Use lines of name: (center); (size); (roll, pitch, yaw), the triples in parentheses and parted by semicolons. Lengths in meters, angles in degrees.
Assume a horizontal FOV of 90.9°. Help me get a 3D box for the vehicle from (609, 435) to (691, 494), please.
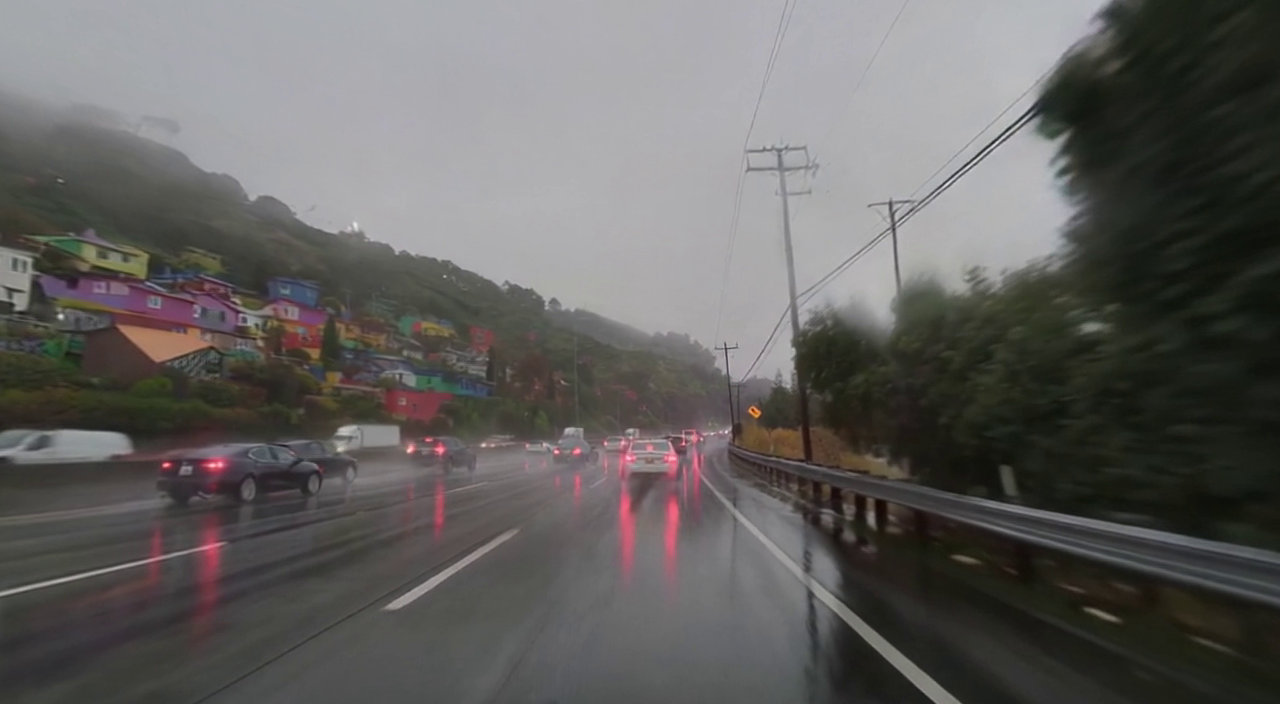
vehicle: (0.364, 3.181, 18.238); (2.109, 1.495, 3.935); (-1, -8, 3)

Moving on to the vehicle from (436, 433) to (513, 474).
vehicle: (-8.008, 4.949, 30.955); (2.080, 1.833, 4.461); (-1, -9, 7)

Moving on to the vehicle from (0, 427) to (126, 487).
vehicle: (-22.236, 3.745, 22.683); (2.230, 1.990, 5.675); (-1, -9, 8)

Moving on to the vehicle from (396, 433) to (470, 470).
vehicle: (-11.658, 5.657, 35.973); (2.105, 1.971, 4.868); (-1, -9, 7)

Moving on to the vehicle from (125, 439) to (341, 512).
vehicle: (-9.508, 2.881, 15.304); (1.959, 1.469, 4.450); (-1, -8, 6)

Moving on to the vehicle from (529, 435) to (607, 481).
vehicle: (-2.698, 4.124, 24.840); (2.121, 1.639, 4.383); (-1, -8, 6)
